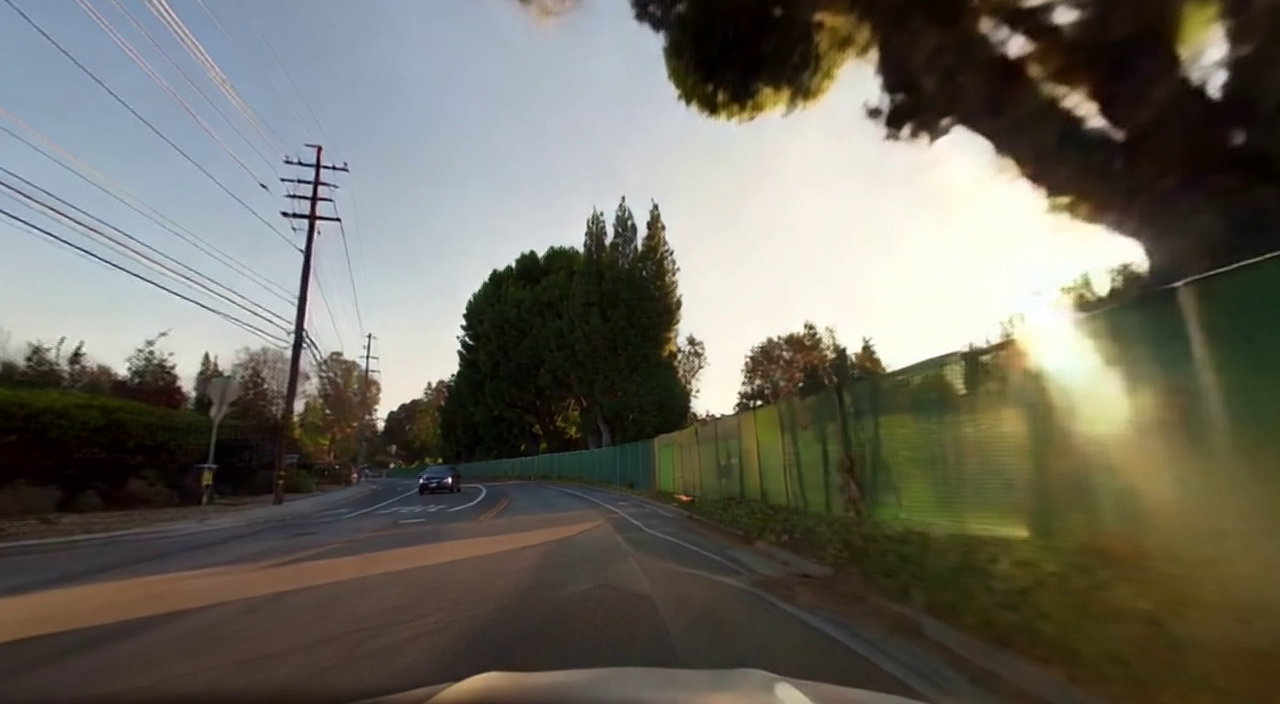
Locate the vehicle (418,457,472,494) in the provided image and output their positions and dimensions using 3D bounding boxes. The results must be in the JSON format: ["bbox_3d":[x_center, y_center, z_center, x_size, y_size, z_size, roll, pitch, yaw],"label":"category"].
[{"bbox_3d":[-8.709,5.529,28.605,2.034,1.479,4.521,2,-9,-14],"label":"vehicle"}]
